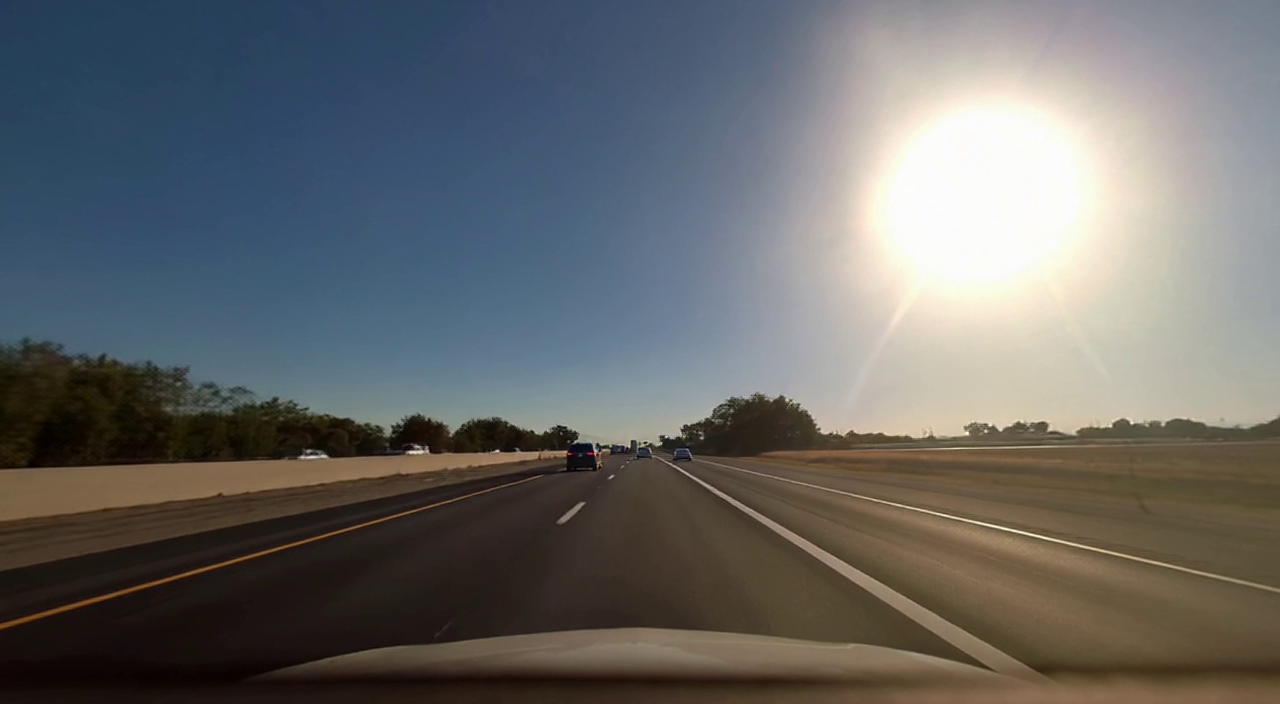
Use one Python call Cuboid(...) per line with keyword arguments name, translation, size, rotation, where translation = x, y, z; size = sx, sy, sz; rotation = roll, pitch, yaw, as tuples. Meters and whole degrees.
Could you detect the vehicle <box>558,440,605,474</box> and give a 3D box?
Cuboid(name="vehicle", translation=(-3.056, 5.625, 33.894), size=(2.070, 1.707, 4.309), rotation=(0, -9, 1))
